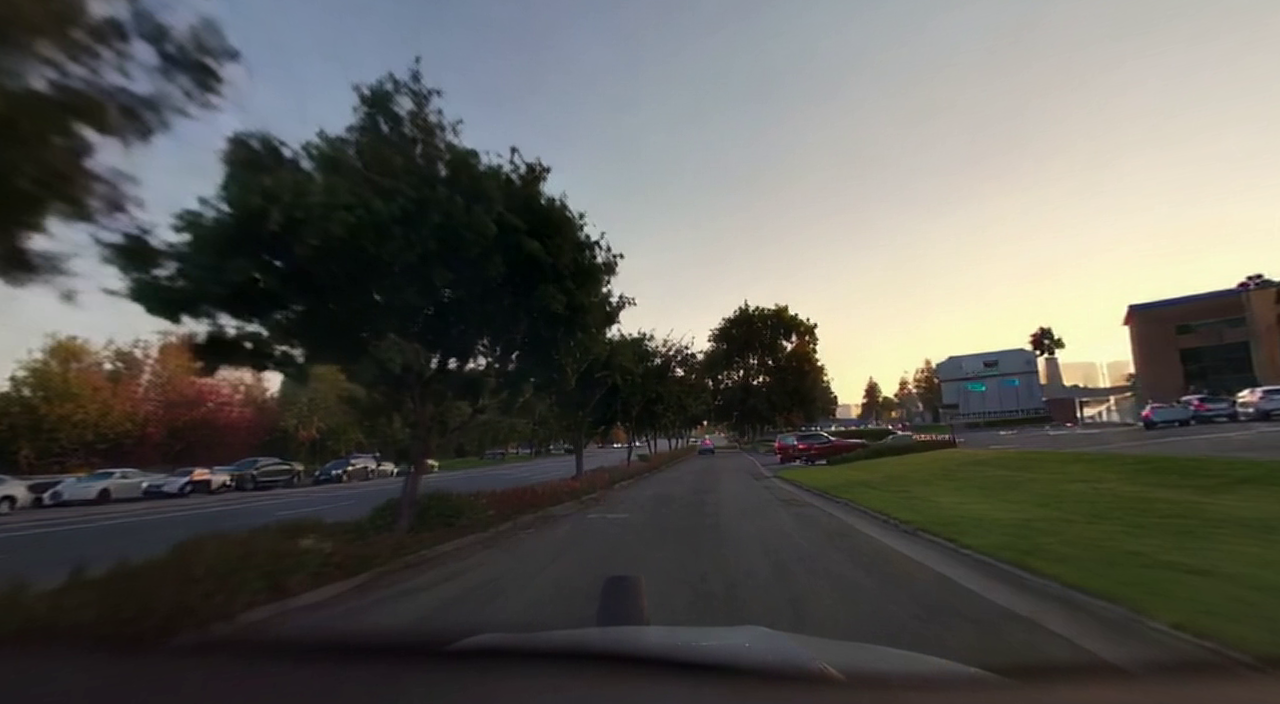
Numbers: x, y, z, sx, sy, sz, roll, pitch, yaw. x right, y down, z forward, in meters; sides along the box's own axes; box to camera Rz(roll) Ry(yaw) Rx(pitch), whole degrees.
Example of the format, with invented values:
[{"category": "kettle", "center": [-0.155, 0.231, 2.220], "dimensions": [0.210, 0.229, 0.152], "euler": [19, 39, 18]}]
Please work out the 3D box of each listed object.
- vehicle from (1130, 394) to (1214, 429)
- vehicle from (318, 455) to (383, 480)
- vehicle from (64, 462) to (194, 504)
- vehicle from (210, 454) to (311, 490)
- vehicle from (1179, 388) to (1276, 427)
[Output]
[{"category": "vehicle", "center": [26.825, 3.009, 31.807], "dimensions": [3.335, 1.398, 1.535], "euler": [-3, -10, -19]}, {"category": "vehicle", "center": [-20.051, 8.010, 43.903], "dimensions": [1.918, 1.503, 4.632], "euler": [-6, -10, 7]}, {"category": "vehicle", "center": [-22.535, 5.747, 28.057], "dimensions": [1.851, 1.450, 4.396], "euler": [-7, -10, 7]}, {"category": "vehicle", "center": [-21.291, 6.735, 35.677], "dimensions": [1.967, 1.683, 5.223], "euler": [-7, -11, 8]}, {"category": "vehicle", "center": [26.676, 2.524, 28.618], "dimensions": [3.327, 1.369, 1.514], "euler": [-4, -10, -16]}]
